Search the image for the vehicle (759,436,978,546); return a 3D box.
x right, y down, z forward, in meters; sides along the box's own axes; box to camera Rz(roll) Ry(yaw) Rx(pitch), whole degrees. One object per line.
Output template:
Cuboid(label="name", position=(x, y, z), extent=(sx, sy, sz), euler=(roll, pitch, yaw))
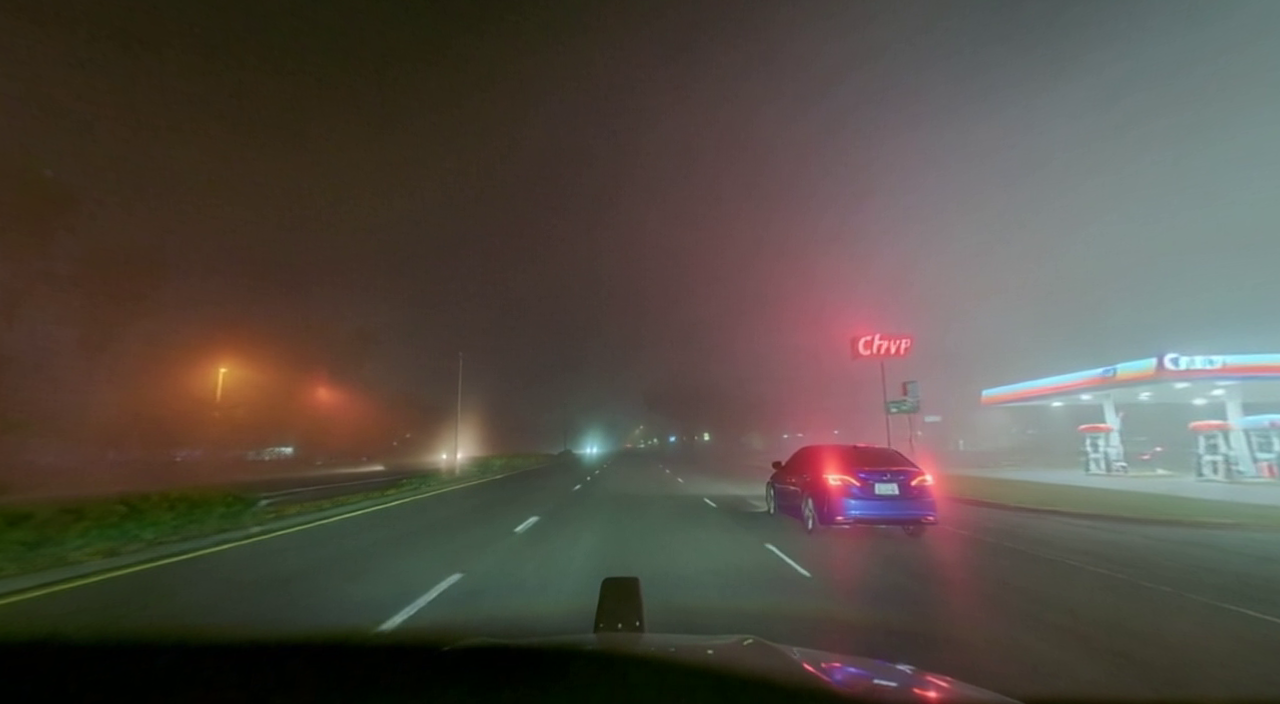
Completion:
Cuboid(label="vehicle", position=(3.467, 2.167, 10.616), extent=(1.978, 1.442, 4.262), euler=(0, -8, -2))

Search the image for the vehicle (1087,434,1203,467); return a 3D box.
Cuboid(label="vehicle", position=(32.326, 6.292, 40.547), extent=(5.339, 1.812, 2.175), euler=(-3, -9, 3))
